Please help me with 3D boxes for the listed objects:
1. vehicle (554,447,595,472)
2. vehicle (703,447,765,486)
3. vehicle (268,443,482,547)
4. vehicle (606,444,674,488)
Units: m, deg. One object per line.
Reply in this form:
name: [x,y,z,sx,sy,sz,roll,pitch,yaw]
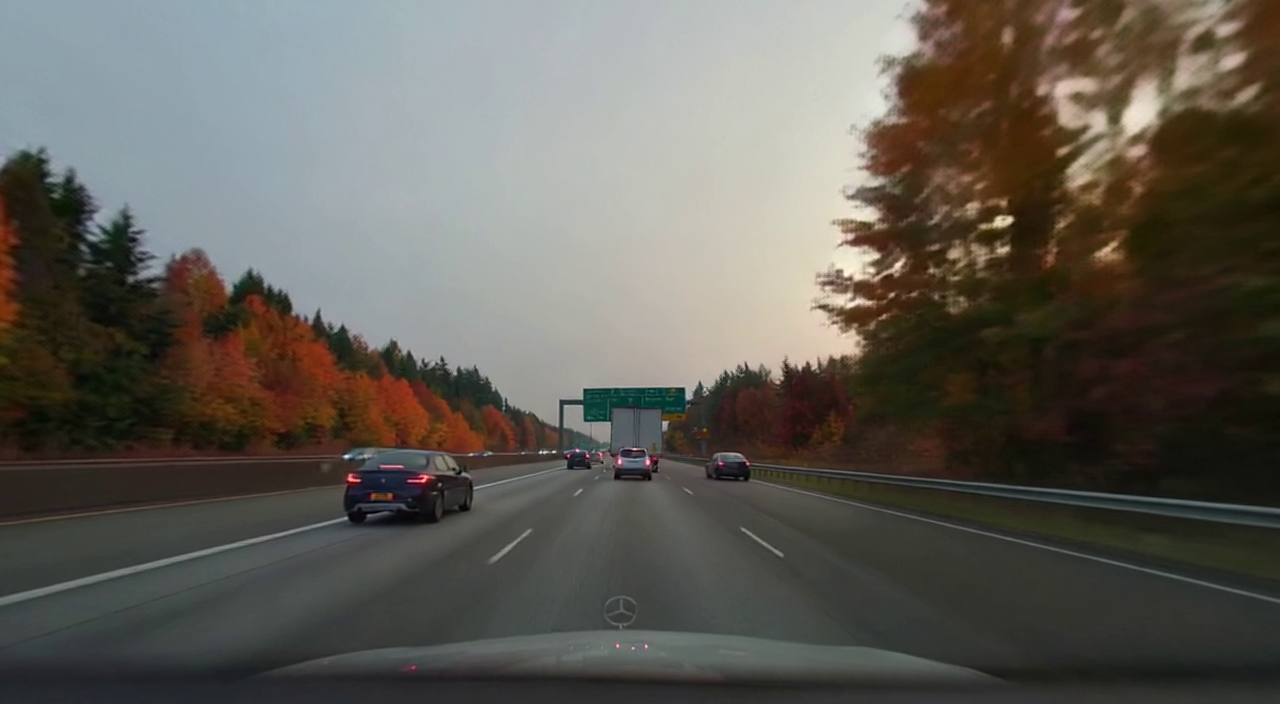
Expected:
vehicle: [-4.701,7.745,45.425,2.545,1.679,4.267,0,-9,0]
vehicle: [4.098,5.060,28.019,2.035,1.571,4.413,0,-9,-1]
vehicle: [-4.360,2.389,11.159,2.017,1.469,4.113,0,-9,0]
vehicle: [-0.041,4.776,26.547,2.634,1.679,4.070,0,-9,-1]
